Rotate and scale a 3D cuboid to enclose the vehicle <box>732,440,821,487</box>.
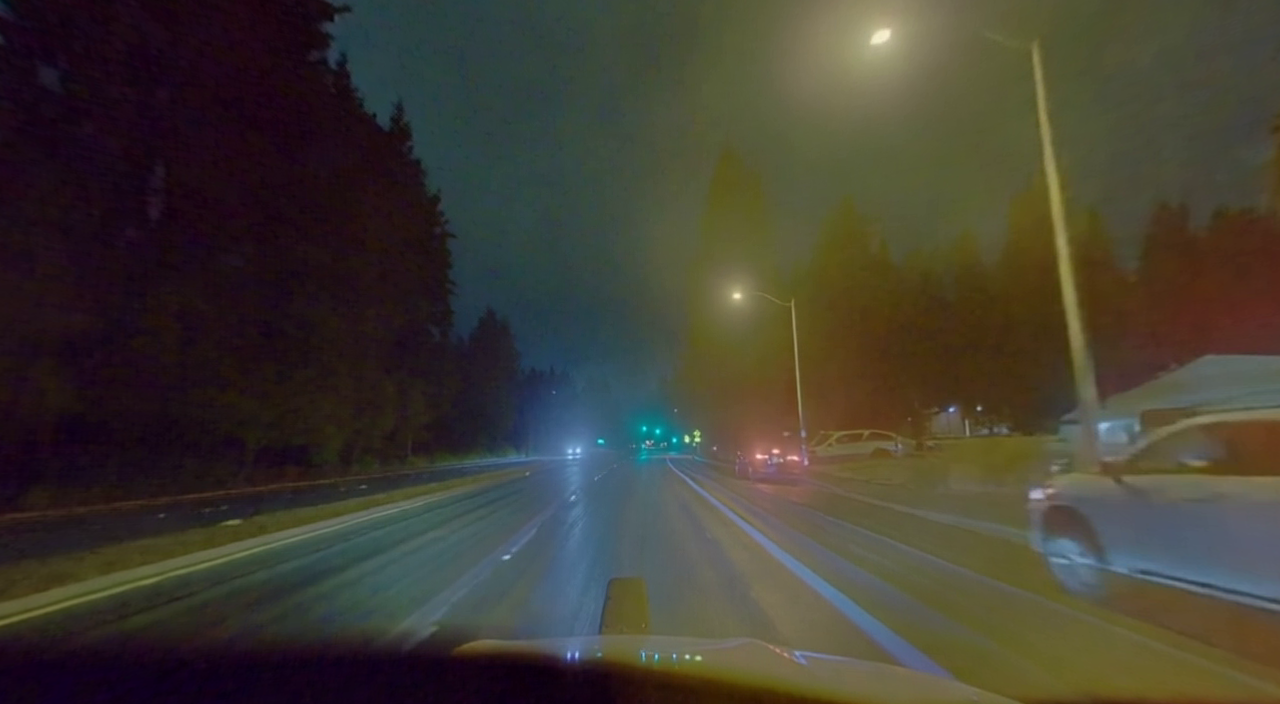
[{"bbox_3d":[4.710,3.916,22.571,2.184,1.496,4.615,0,-8,0],"label":"vehicle"}]

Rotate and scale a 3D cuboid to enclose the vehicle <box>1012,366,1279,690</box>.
[{"bbox_3d":[4.551,0.926,3.267,2.205,1.728,4.855,0,-8,-1],"label":"vehicle"}]
